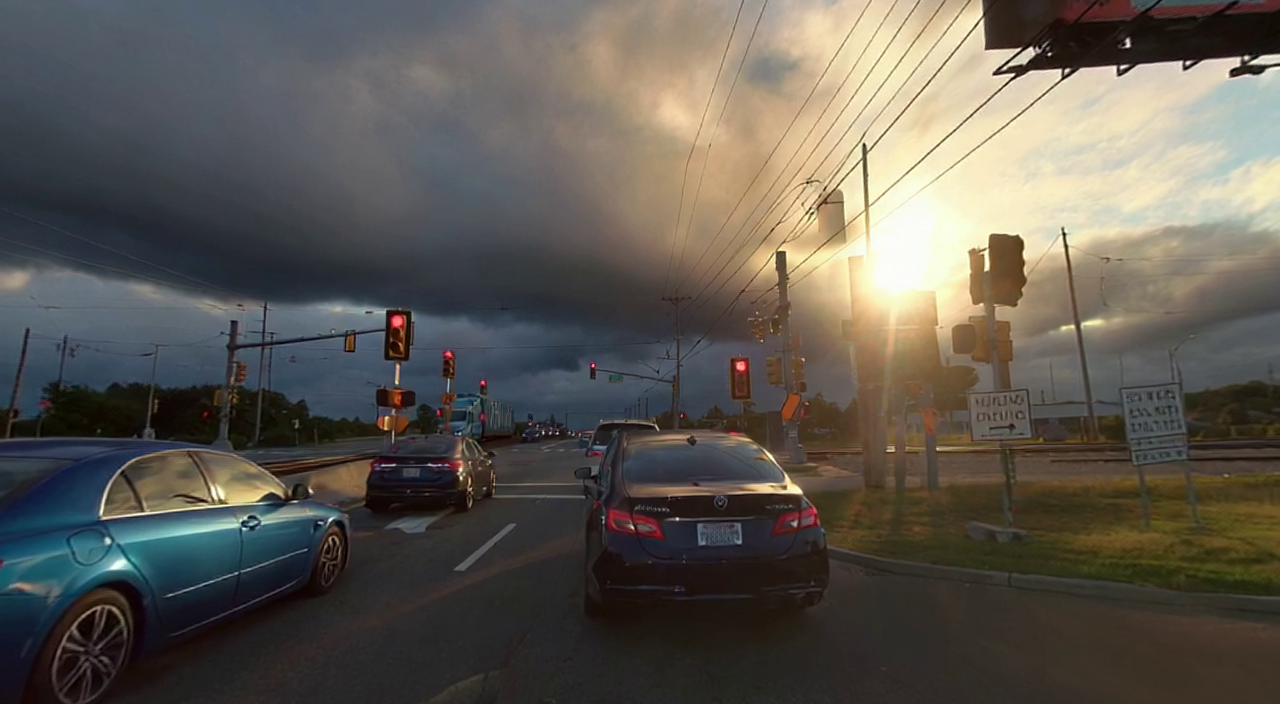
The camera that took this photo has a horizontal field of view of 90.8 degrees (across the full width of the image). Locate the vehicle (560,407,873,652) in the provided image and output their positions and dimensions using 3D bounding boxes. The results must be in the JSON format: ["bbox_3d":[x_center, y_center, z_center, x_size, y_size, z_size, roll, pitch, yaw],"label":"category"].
[{"bbox_3d":[0.389,1.419,6.064,1.998,1.529,3.960,0,-9,-3],"label":"vehicle"}]

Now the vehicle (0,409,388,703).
[{"bbox_3d":[-3.707,1.249,4.458,1.956,1.468,4.585,0,-9,0],"label":"vehicle"}]

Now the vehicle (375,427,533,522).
[{"bbox_3d":[-3.357,2.289,12.292,1.984,1.505,3.982,0,-9,-2],"label":"vehicle"}]
